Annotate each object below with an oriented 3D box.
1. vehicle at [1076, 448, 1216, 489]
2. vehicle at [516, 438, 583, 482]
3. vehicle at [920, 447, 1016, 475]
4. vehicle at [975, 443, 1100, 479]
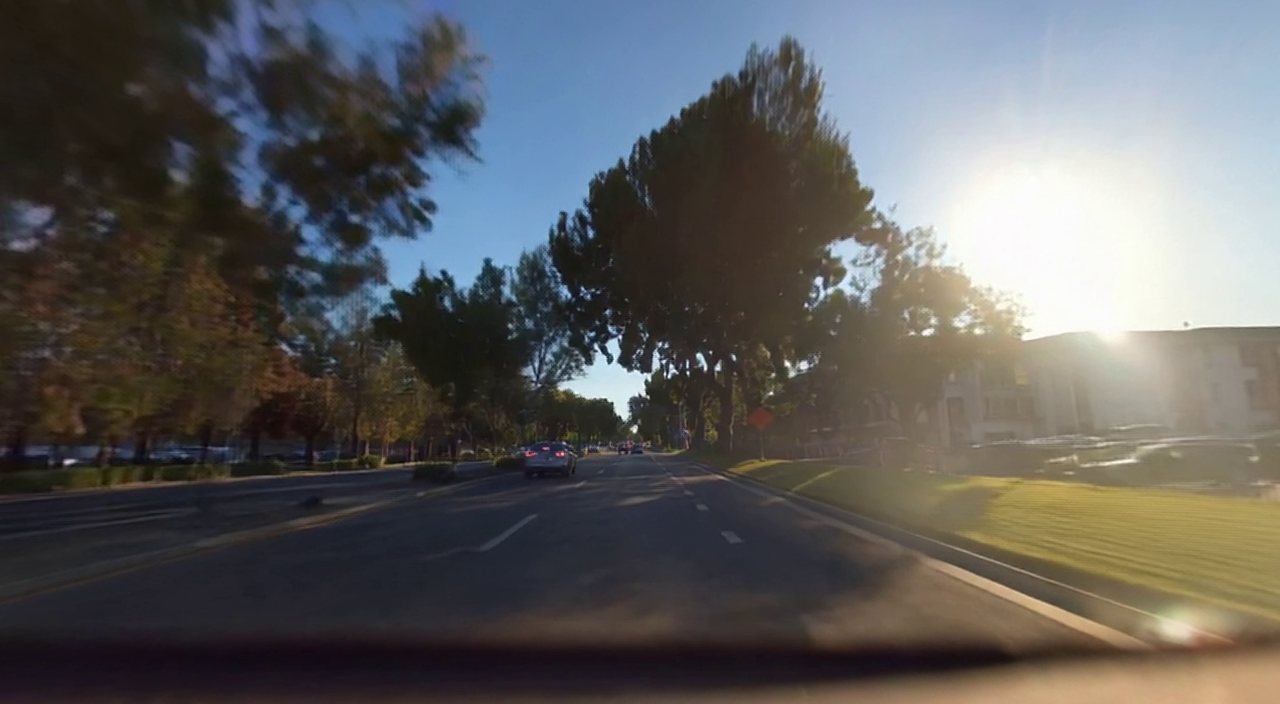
[{"bbox_3d":[19.396,4.446,24.307,3.870,1.459,1.869,0,-8,-5],"label":"vehicle"},{"bbox_3d":[-3.458,4.193,24.911,2.030,1.550,3.925,0,-8,1],"label":"vehicle"},{"bbox_3d":[17.840,5.911,34.440,4.230,1.384,1.882,1,-8,-7],"label":"vehicle"},{"bbox_3d":[18.488,5.042,29.520,4.520,1.557,2.056,1,-8,-7],"label":"vehicle"}]
